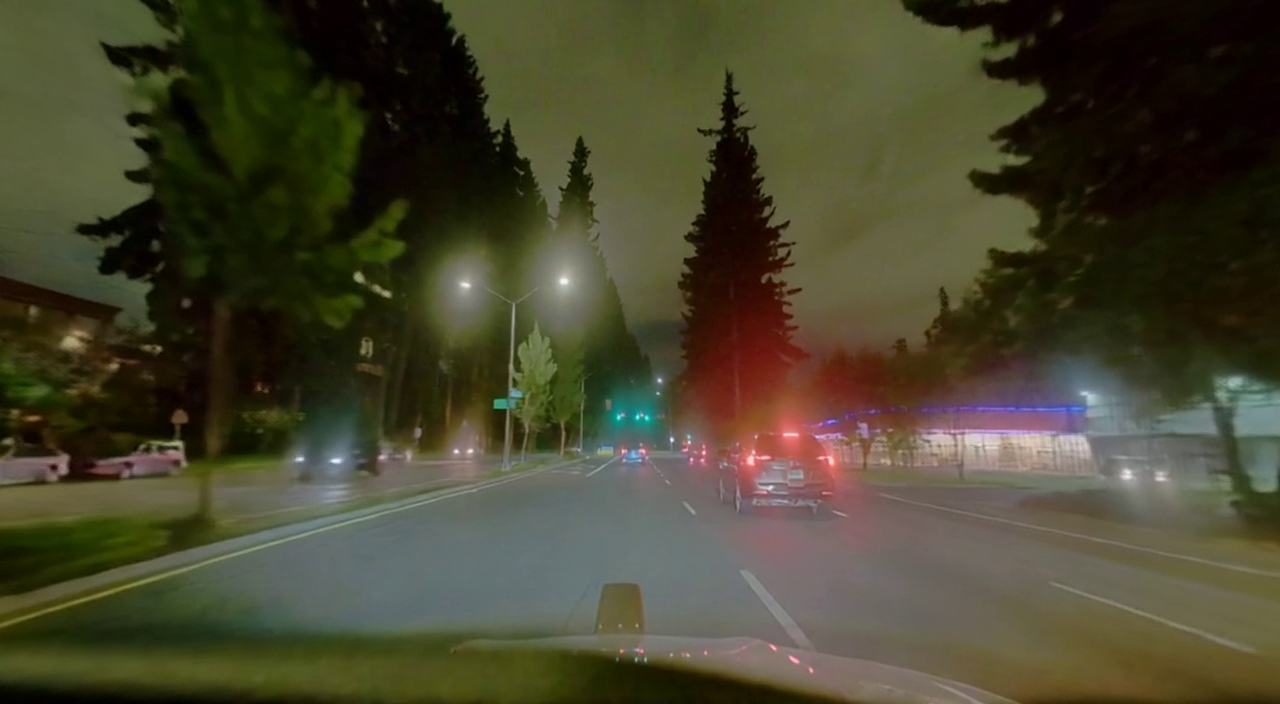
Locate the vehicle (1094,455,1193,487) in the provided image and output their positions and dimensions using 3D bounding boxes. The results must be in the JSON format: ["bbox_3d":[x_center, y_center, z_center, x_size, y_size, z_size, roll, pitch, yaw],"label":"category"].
[{"bbox_3d":[29.058,6.858,36.682,1.912,1.598,4.602,-1,-8,0],"label":"vehicle"}]

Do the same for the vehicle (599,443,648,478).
[{"bbox_3d":[-0.707,4.966,29.124,2.119,1.460,3.847,-1,-9,0],"label":"vehicle"}]

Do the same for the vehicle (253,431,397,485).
[{"bbox_3d":[-11.585,3.973,23.909,2.496,1.750,5.670,-1,-9,1],"label":"vehicle"}]

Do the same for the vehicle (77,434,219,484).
[{"bbox_3d":[-19.323,4.204,25.124,1.958,1.756,4.530,-1,-9,0],"label":"vehicle"}]

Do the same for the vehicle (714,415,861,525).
[{"bbox_3d":[2.917,2.449,13.588,2.035,1.940,4.299,1,-9,-1],"label":"vehicle"}]

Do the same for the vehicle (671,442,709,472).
[{"bbox_3d":[3.019,6.501,39.300,1.922,1.708,4.126,0,-9,-1],"label":"vehicle"}]
